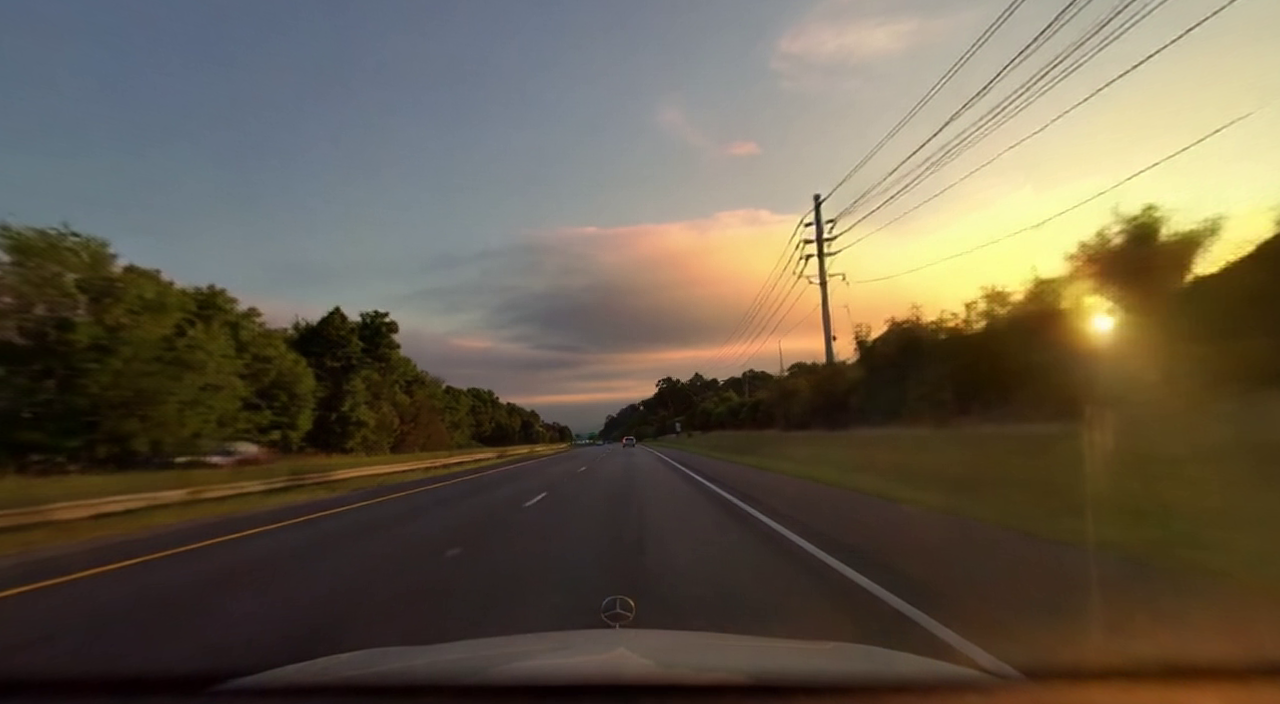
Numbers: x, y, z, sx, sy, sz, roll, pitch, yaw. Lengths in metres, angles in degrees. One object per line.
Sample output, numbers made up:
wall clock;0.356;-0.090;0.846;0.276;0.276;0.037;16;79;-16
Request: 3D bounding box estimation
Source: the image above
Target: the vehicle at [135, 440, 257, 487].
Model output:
vehicle;-19.032;4.754;27.347;1.910;1.699;4.738;-5;-8;0
